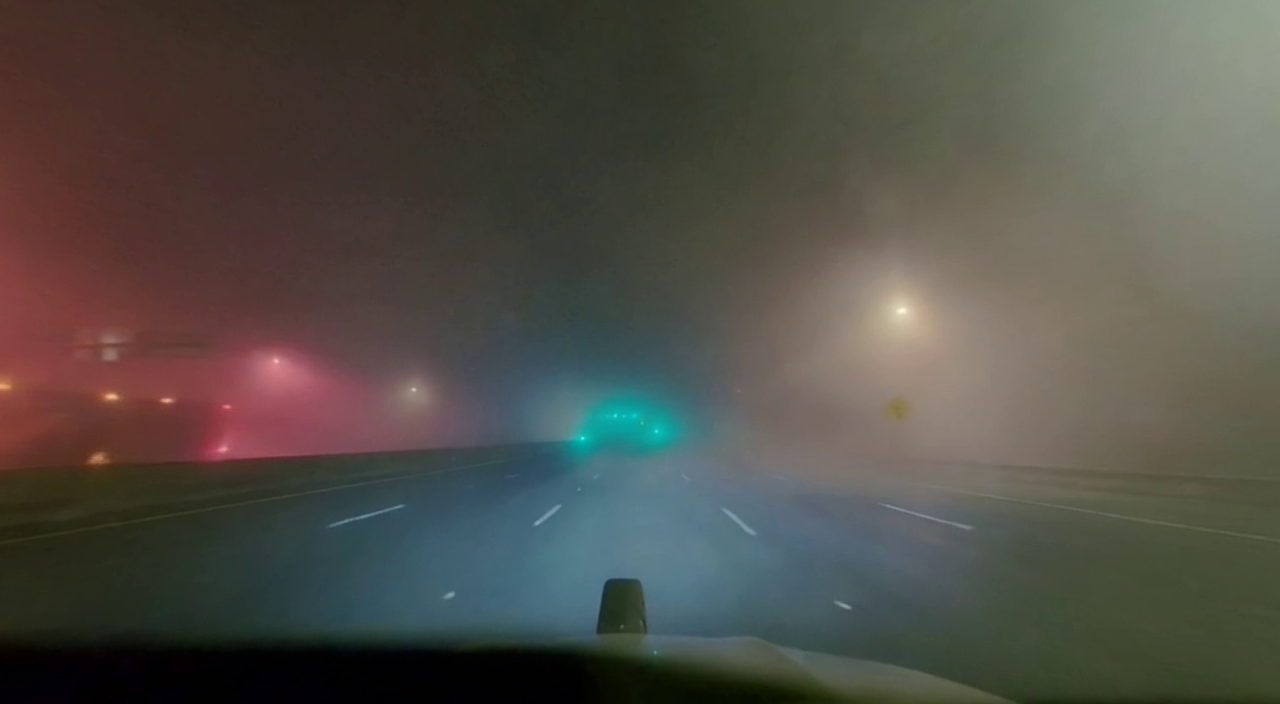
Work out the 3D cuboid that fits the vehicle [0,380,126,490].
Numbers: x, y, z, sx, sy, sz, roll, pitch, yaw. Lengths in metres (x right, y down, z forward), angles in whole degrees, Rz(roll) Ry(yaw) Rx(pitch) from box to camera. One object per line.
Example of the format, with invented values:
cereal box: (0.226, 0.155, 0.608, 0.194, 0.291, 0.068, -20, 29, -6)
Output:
vehicle: (-23.984, 3.049, 22.982, 3.278, 3.774, 8.377, 0, -8, 1)
